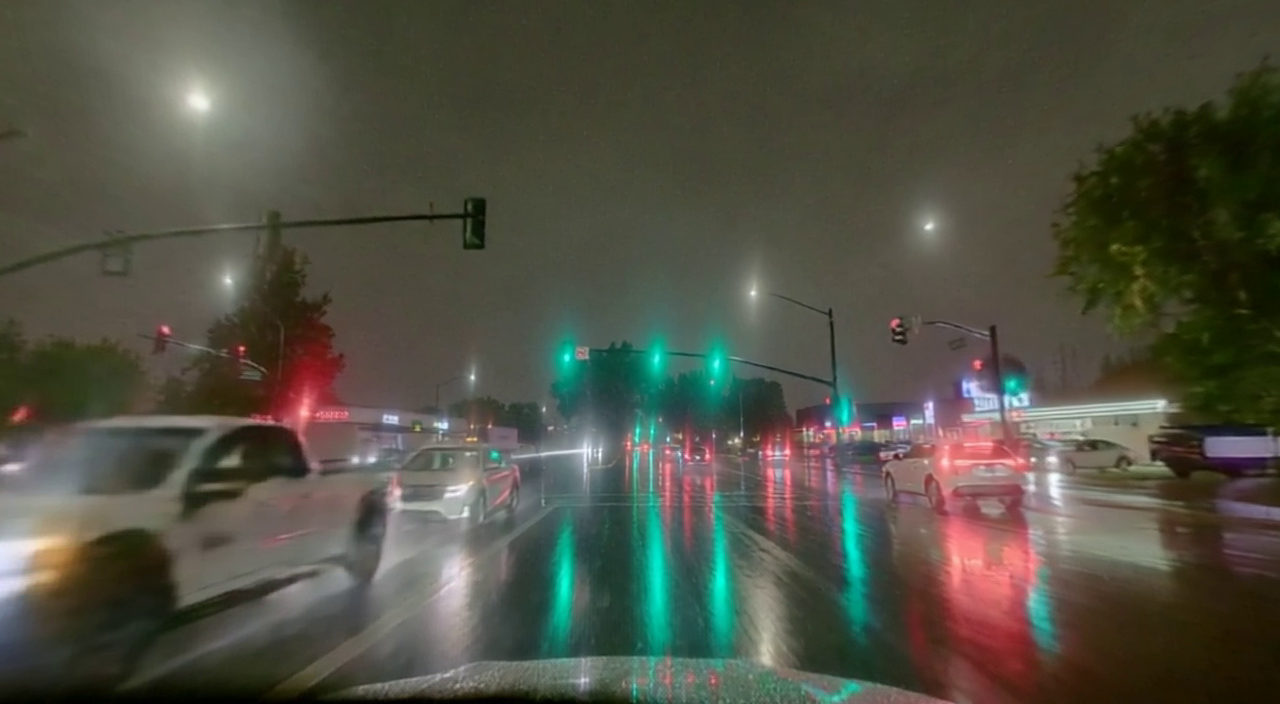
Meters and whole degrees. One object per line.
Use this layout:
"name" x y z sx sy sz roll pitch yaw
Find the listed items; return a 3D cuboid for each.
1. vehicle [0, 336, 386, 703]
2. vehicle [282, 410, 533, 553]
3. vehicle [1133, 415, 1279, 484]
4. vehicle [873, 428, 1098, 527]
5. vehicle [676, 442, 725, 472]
"vehicle" -3.382 0.994 3.482 2.118 1.721 4.464 0 -8 0
"vehicle" -3.389 2.021 10.604 2.304 1.794 5.004 0 -8 0
"vehicle" 19.963 3.307 21.645 6.595 2.059 2.513 5 -10 -32
"vehicle" 6.763 2.487 13.146 2.002 1.651 4.647 0 -8 -1
"vehicle" 3.215 5.665 34.306 2.099 1.463 4.365 0 -8 -2
